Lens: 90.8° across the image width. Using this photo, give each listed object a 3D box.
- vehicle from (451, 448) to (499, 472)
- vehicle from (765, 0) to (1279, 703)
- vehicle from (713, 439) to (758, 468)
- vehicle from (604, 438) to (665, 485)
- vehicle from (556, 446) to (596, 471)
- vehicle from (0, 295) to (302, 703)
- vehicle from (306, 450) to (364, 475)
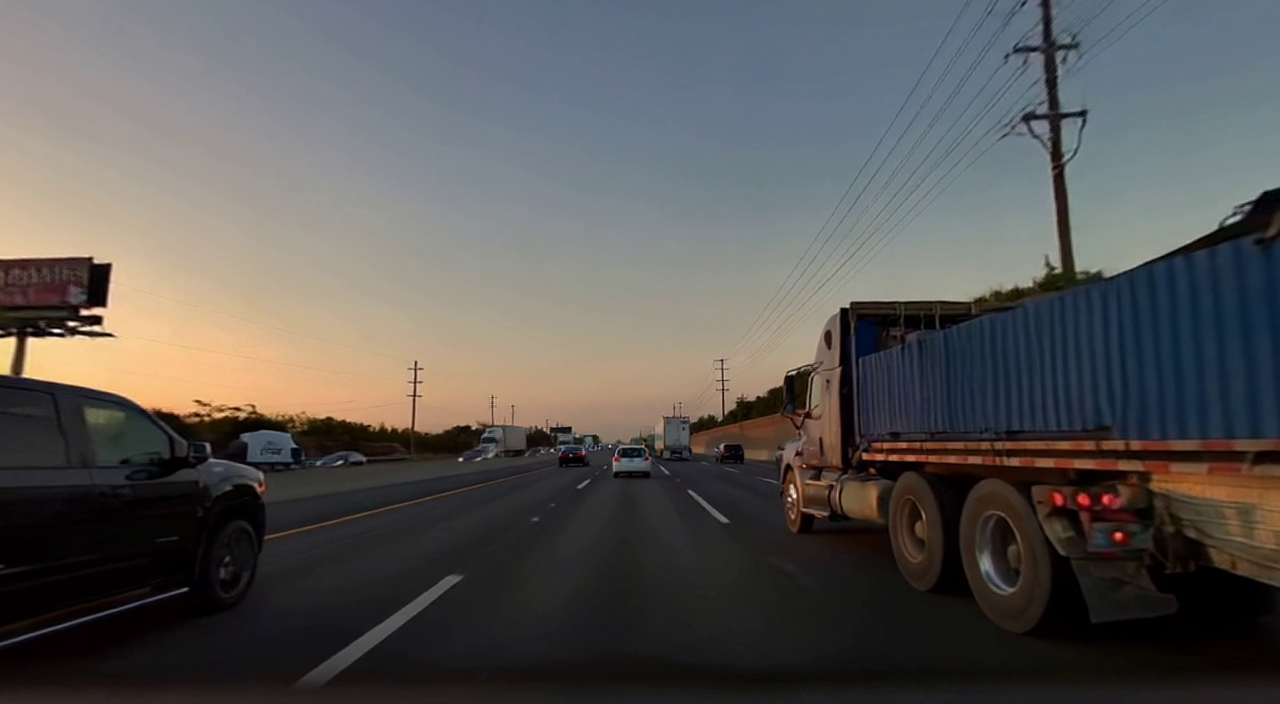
[{"bbox_3d":[-10.981,7.183,42.370,2.054,1.489,4.507,0,-9,0],"label":"vehicle"},{"bbox_3d":[3.429,0.218,5.075,3.013,3.940,7.933,0,-9,-1],"label":"vehicle"},{"bbox_3d":[6.964,7.475,46.731,2.302,1.973,5.502,0,-9,-1],"label":"vehicle"},{"bbox_3d":[-0.214,4.294,25.039,2.191,1.685,4.015,0,-9,0],"label":"vehicle"},{"bbox_3d":[-3.944,6.670,39.820,2.025,1.498,4.675,0,-9,0],"label":"vehicle"},{"bbox_3d":[-4.171,0.691,2.463,2.323,2.046,6.006,0,-9,1],"label":"vehicle"},{"bbox_3d":[-21.142,7.650,43.989,1.980,1.588,4.097,0,-9,-1],"label":"vehicle"}]
